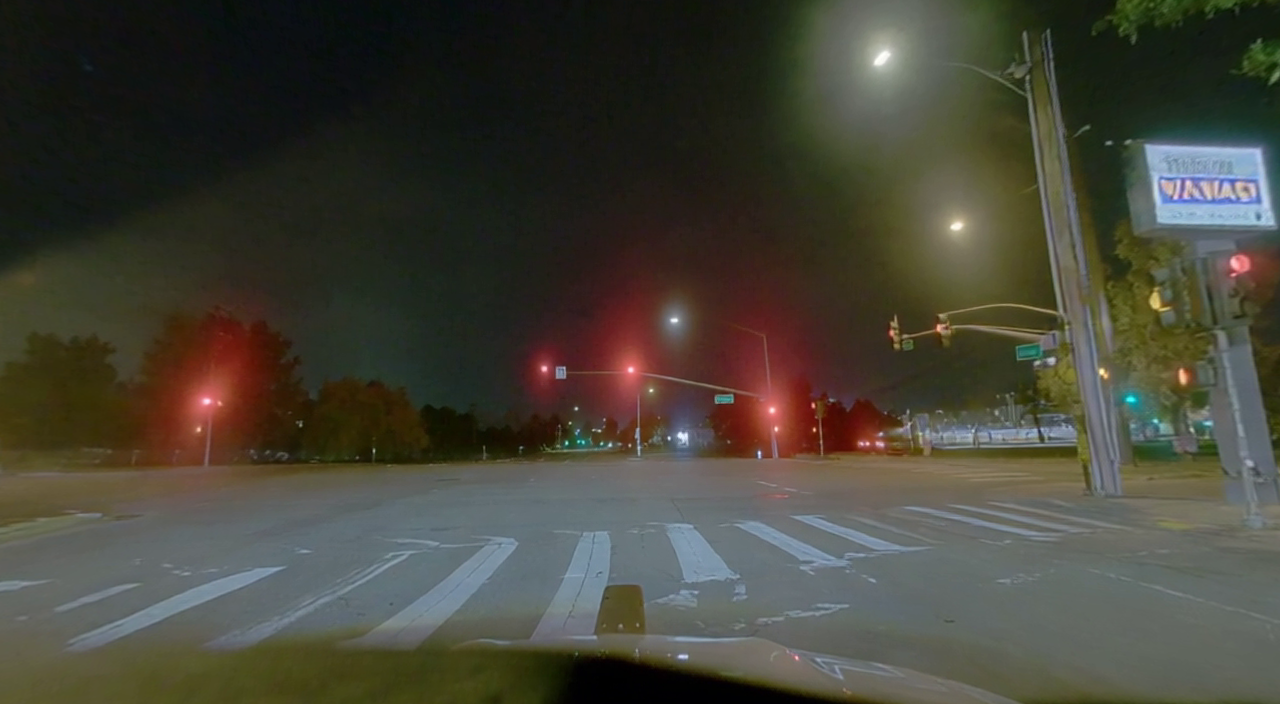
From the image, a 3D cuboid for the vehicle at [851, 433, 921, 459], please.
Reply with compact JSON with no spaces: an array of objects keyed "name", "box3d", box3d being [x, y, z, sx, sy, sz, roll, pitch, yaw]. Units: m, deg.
[{"name":"vehicle","box3d":[17.625,6.734,45.230,4.600,1.783,1.970,4,-10,-26]}]
